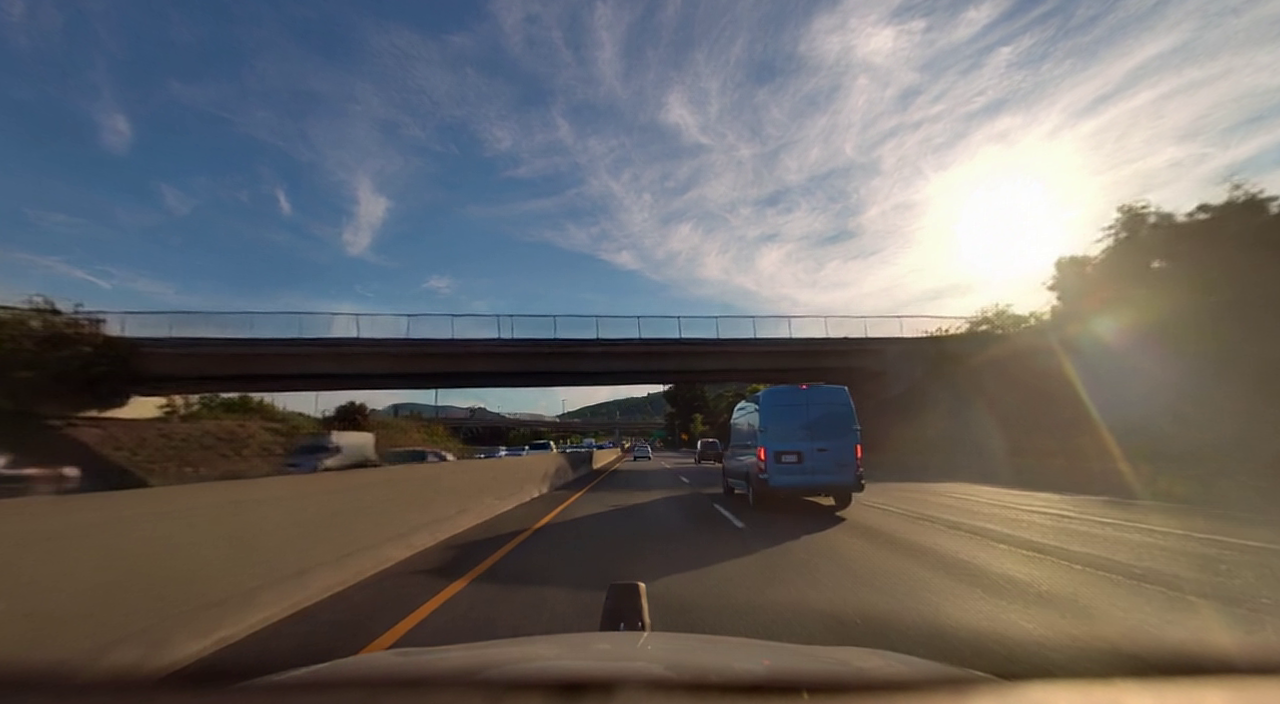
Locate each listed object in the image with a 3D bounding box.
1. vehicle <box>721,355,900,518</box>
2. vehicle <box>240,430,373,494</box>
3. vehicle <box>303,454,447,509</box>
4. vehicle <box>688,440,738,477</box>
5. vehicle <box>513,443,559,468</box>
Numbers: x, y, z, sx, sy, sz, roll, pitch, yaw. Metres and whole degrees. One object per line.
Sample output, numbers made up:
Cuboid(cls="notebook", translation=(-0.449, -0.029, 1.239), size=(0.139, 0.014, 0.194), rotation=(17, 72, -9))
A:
Cuboid(cls="vehicle", translation=(3.760, 2.162, 15.792), size=(2.460, 3.155, 6.902), rotation=(0, -9, 0))
Cuboid(cls="vehicle", translation=(-15.327, 5.104, 29.646), size=(2.606, 2.626, 6.509), rotation=(0, -9, 0))
Cuboid(cls="vehicle", translation=(-7.719, 3.798, 19.119), size=(1.932, 1.381, 5.404), rotation=(0, -9, 1))
Cuboid(cls="vehicle", translation=(3.655, 5.432, 32.324), size=(2.009, 1.731, 4.149), rotation=(0, -9, -1))
Cuboid(cls="vehicle", translation=(-7.147, 7.193, 43.890), size=(2.317, 1.632, 4.613), rotation=(0, -9, 1))
